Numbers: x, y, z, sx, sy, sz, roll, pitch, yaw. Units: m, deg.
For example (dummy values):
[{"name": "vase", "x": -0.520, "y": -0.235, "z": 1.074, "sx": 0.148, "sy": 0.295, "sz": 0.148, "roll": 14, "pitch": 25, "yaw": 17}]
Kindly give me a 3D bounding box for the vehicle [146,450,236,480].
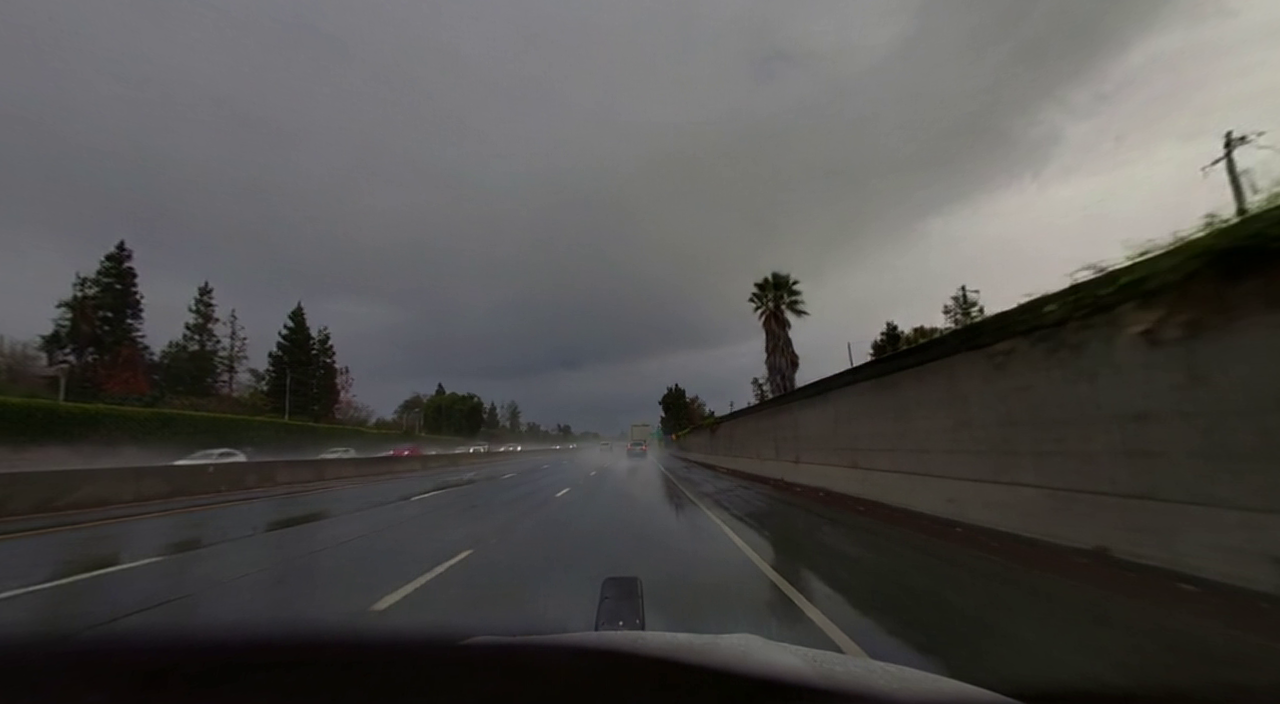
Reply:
[{"name": "vehicle", "x": -26.405, "y": 6.634, "z": 37.266, "sx": 1.878, "sy": 1.595, "sz": 4.589, "roll": 0, "pitch": -9, "yaw": 0}]
